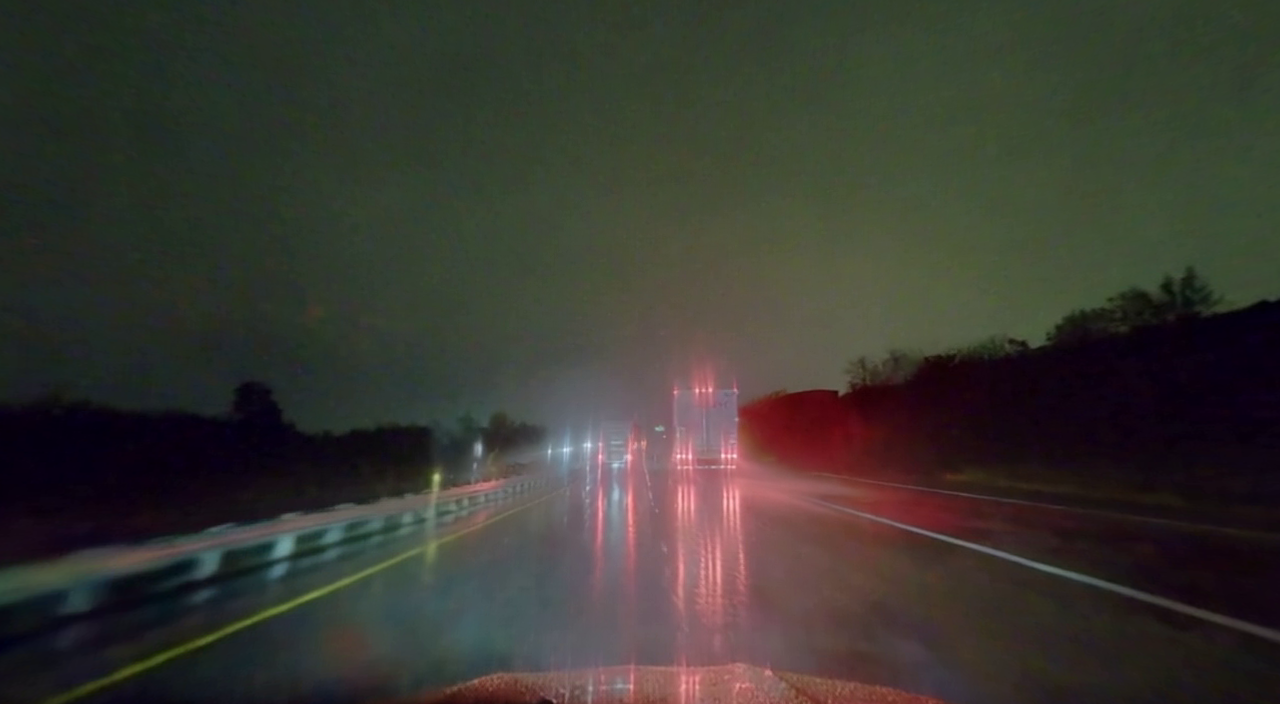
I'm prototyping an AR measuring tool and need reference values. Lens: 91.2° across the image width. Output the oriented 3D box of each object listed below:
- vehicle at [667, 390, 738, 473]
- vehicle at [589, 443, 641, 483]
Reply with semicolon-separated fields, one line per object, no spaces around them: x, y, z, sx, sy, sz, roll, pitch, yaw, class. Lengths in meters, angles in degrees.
3.527;5.200;39.475;3.167;4.180;14.924;1;-9;1;vehicle
-1.102;5.156;29.385;2.160;1.691;4.243;-1;-9;1;vehicle
